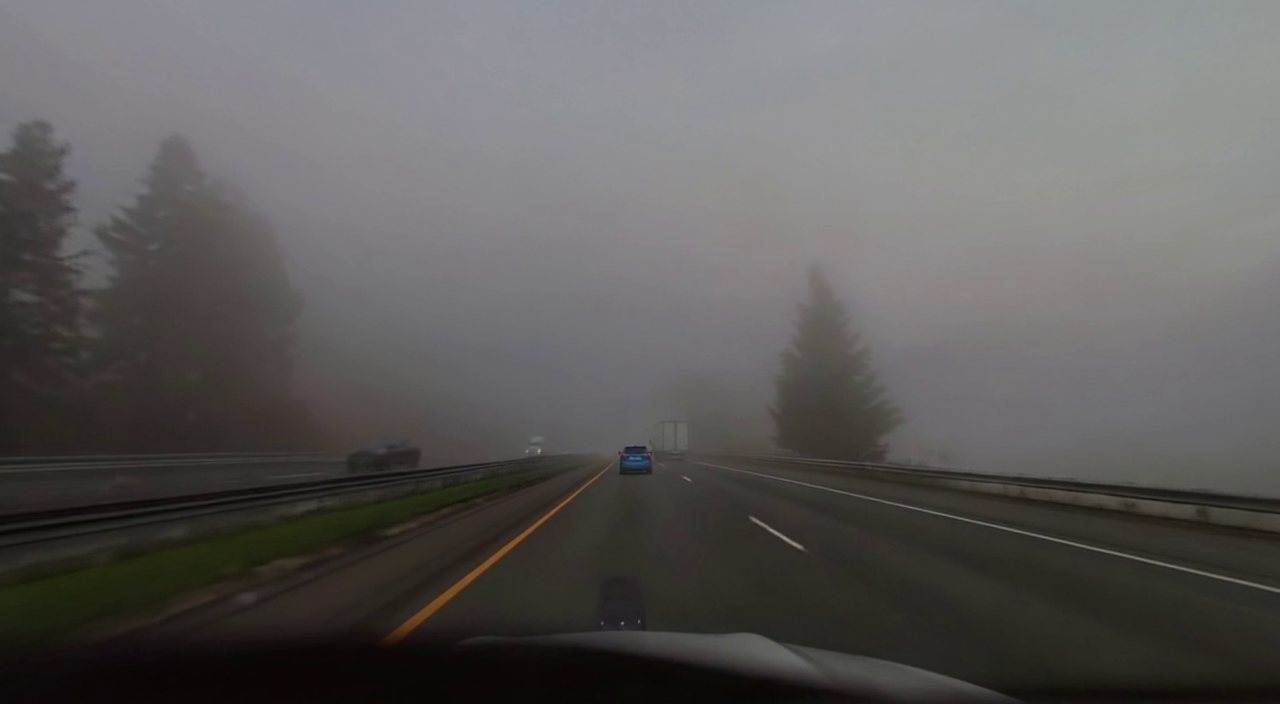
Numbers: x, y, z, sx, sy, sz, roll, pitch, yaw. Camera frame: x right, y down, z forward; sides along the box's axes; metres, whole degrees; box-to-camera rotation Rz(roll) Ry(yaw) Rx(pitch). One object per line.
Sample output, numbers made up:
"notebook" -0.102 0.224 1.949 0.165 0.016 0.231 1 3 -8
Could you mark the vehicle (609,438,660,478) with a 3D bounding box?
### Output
"vehicle" -0.273 4.884 29.193 2.190 1.706 4.062 0 -9 -1
